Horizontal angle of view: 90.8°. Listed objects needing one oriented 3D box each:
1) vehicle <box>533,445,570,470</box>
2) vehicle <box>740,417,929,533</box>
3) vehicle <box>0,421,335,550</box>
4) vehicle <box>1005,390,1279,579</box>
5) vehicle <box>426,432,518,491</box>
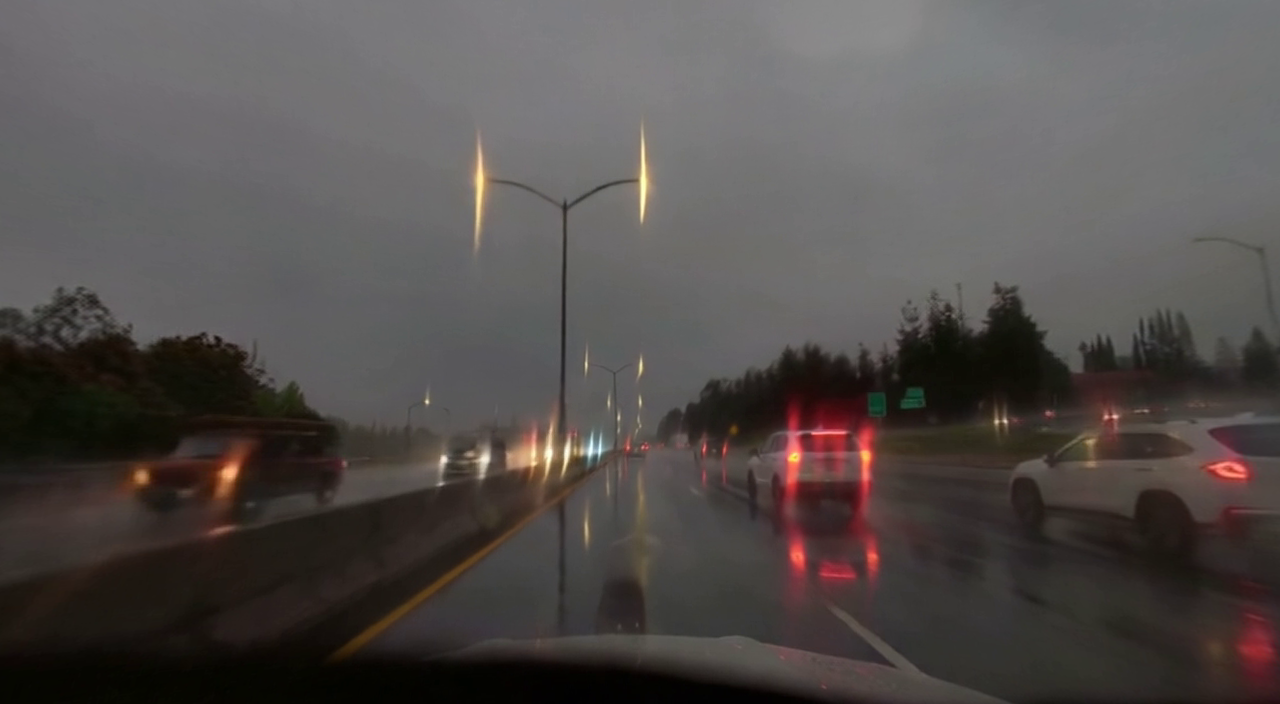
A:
[{"bbox_3d":[-5.816,6.940,41.816,1.888,1.532,3.906,0,-8,0],"label":"vehicle"},{"bbox_3d":[3.242,2.151,11.616,2.059,1.711,4.302,0,-8,0],"label":"vehicle"},{"bbox_3d":[-9.060,2.597,13.239,2.273,2.041,6.129,0,-8,0],"label":"vehicle"},{"bbox_3d":[7.166,1.557,7.989,2.040,1.801,4.959,0,-8,-1],"label":"vehicle"},{"bbox_3d":[-5.749,3.794,22.284,2.048,1.838,4.587,0,-8,-1],"label":"vehicle"}]
